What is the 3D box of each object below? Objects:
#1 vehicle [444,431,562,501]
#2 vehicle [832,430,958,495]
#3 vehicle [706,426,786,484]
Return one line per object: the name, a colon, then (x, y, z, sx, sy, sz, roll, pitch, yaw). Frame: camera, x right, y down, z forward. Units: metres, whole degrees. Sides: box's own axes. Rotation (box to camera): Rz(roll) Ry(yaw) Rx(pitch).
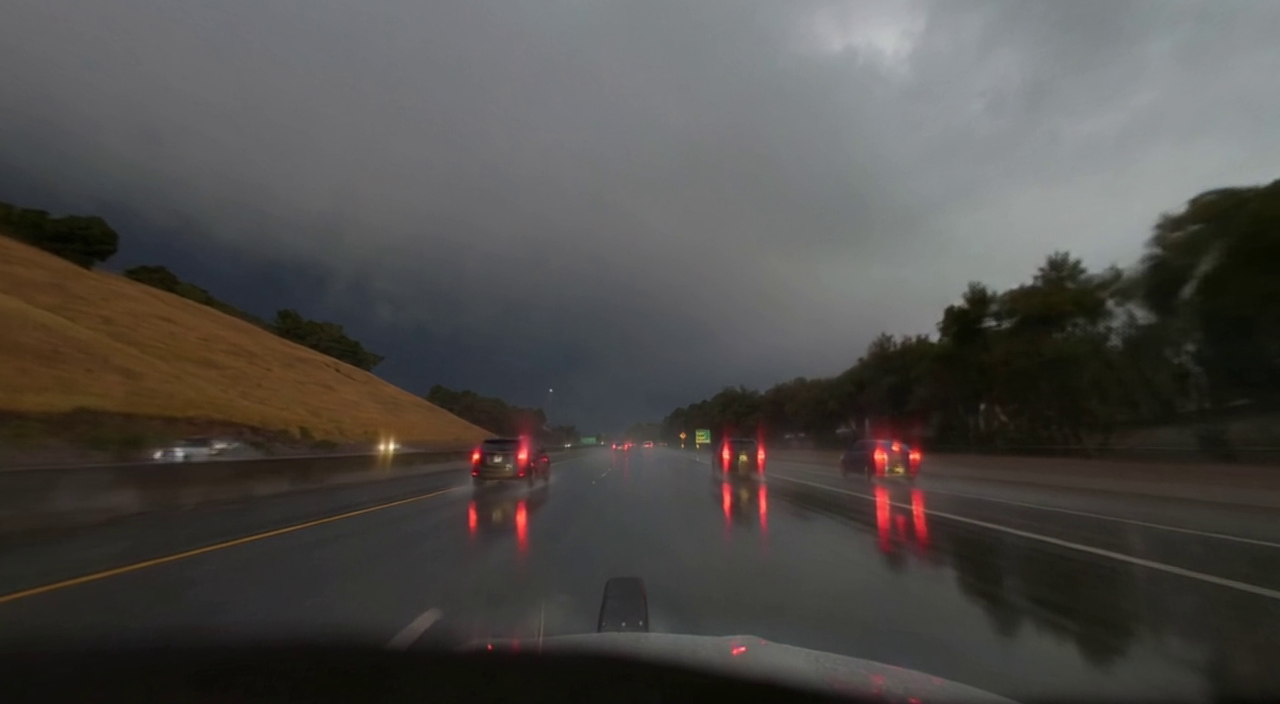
vehicle: (-3.585, 3.073, 17.483, 2.166, 1.672, 4.388, 0, -8, 2)
vehicle: (7.506, 3.272, 19.101, 1.998, 1.717, 4.338, 0, -8, 0)
vehicle: (3.800, 3.811, 23.612, 2.121, 1.925, 5.056, 0, -8, 0)
